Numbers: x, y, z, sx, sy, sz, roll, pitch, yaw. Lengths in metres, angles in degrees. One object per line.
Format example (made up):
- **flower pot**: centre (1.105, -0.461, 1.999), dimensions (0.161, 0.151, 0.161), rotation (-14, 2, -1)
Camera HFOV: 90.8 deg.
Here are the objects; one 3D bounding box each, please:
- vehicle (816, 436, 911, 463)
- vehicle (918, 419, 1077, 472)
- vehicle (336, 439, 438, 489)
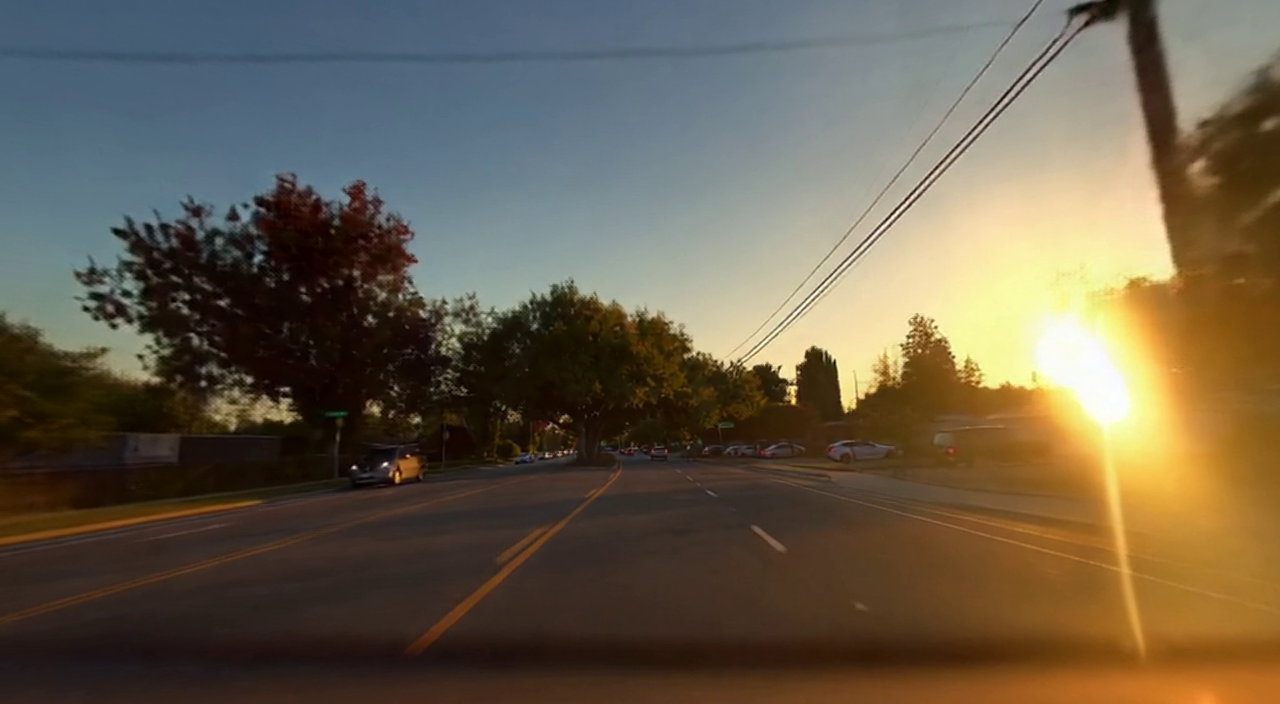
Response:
- **vehicle**: centre (13.058, 5.720, 37.059), dimensions (4.767, 1.557, 1.994), rotation (0, -8, -1)
- **vehicle**: centre (13.709, 3.626, 24.455), dimensions (4.793, 1.744, 2.055), rotation (-3, -8, 0)
- **vehicle**: centre (-11.111, 5.003, 28.307), dimensions (2.347, 1.960, 5.167), rotation (-2, -10, 1)
